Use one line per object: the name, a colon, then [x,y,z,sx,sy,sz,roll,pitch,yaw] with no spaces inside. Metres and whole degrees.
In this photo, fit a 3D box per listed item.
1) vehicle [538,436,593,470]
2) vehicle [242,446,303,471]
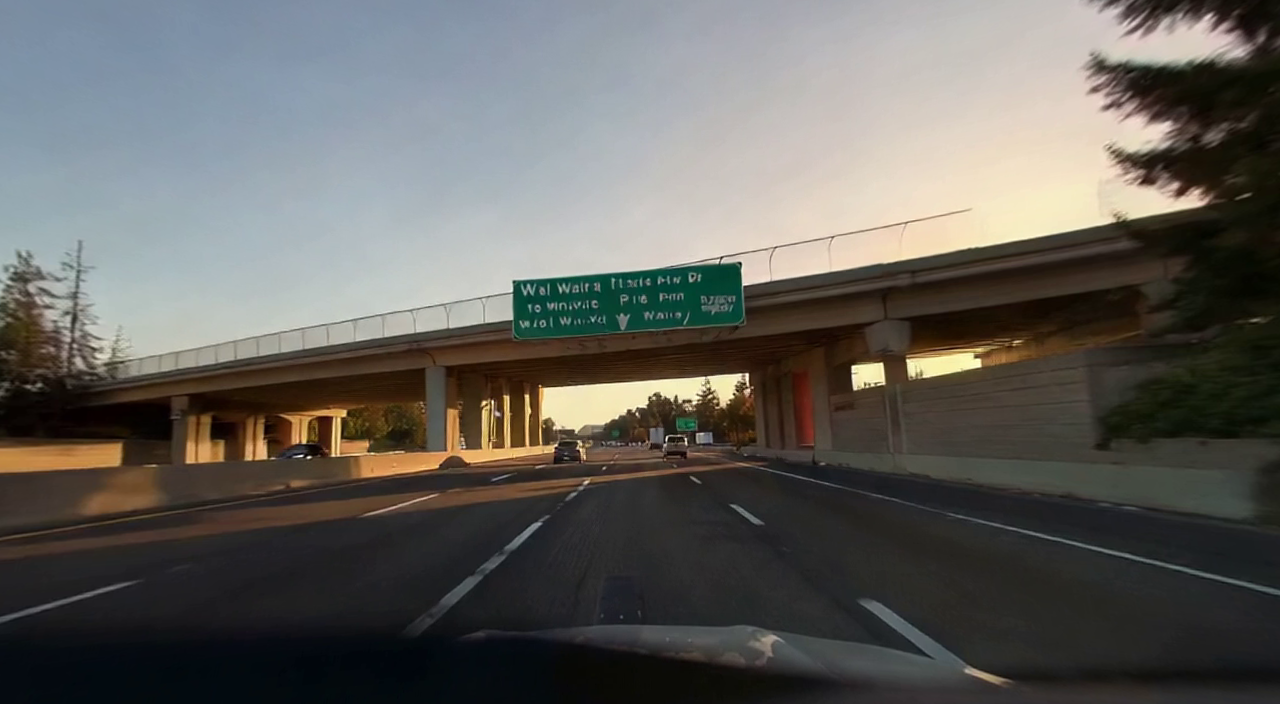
vehicle: [-3.470,4.805,30.118,2.066,1.500,4.415,0,-8,0]
vehicle: [-21.442,6.199,36.859,1.498,1.339,3.334,0,-8,0]
